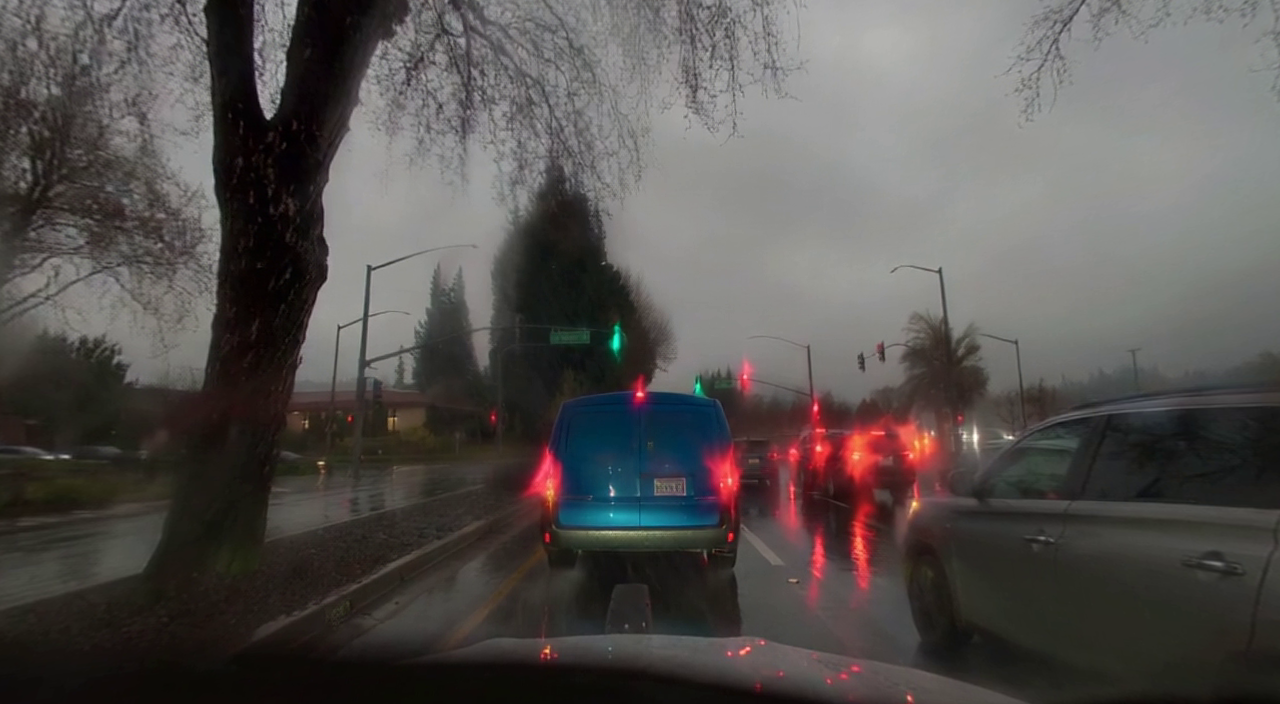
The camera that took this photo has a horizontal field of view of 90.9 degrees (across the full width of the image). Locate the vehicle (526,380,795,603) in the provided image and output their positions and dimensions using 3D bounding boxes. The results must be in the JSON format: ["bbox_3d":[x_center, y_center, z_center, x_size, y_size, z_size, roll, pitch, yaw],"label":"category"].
[{"bbox_3d":[0.181,1.463,7.433,2.185,1.822,4.391,0,-8,0],"label":"vehicle"}]

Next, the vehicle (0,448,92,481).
[{"bbox_3d":[-30.609,5.616,31.581,4.425,1.427,1.911,0,-5,-5],"label":"vehicle"}]

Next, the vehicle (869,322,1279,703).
[{"bbox_3d":[2.905,0.943,3.163,1.971,1.663,4.287,0,-8,2],"label":"vehicle"}]
